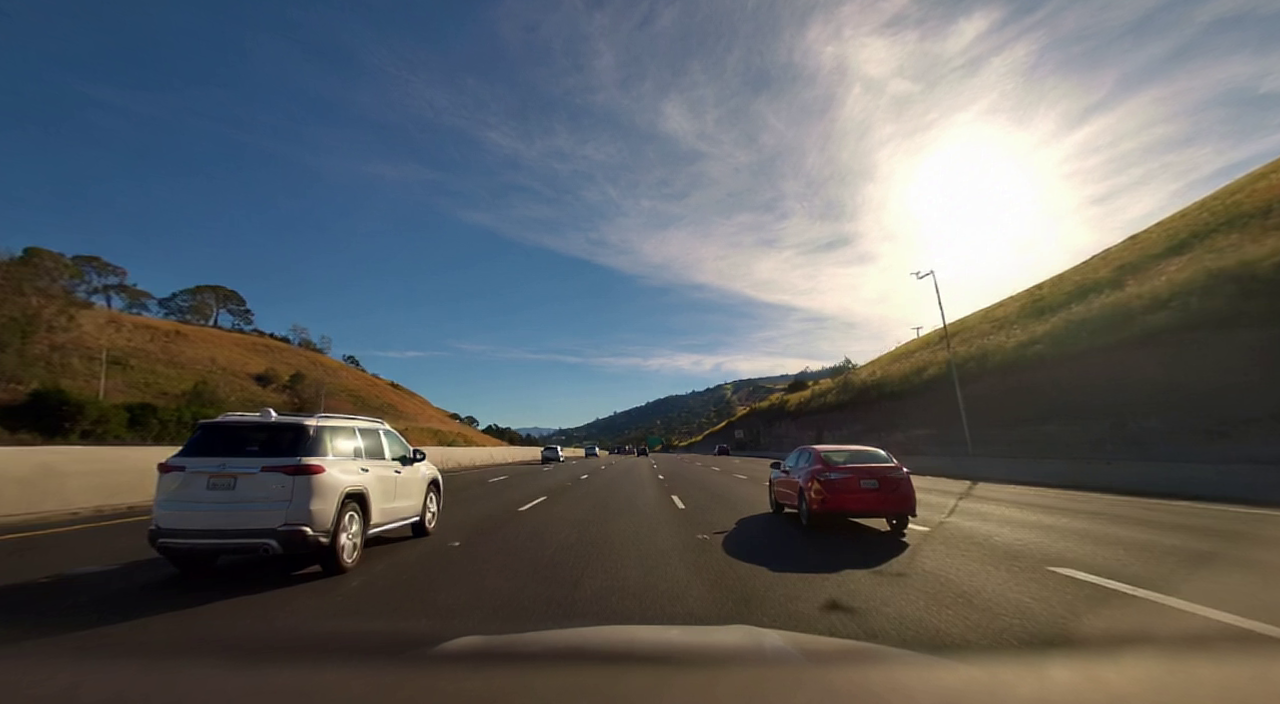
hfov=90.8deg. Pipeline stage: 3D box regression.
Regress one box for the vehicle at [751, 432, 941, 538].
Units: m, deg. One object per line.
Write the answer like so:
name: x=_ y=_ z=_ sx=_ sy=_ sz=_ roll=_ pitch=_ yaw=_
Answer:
vehicle: x=3.326 y=2.228 z=11.228 sx=1.847 sy=1.493 sz=4.303 roll=0 pitch=-9 yaw=-1

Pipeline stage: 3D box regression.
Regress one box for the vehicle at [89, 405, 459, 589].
vehicle: x=-4.110 y=1.715 z=8.334 sx=2.047 sy=1.715 sz=4.689 roll=0 pitch=-9 yaw=0
